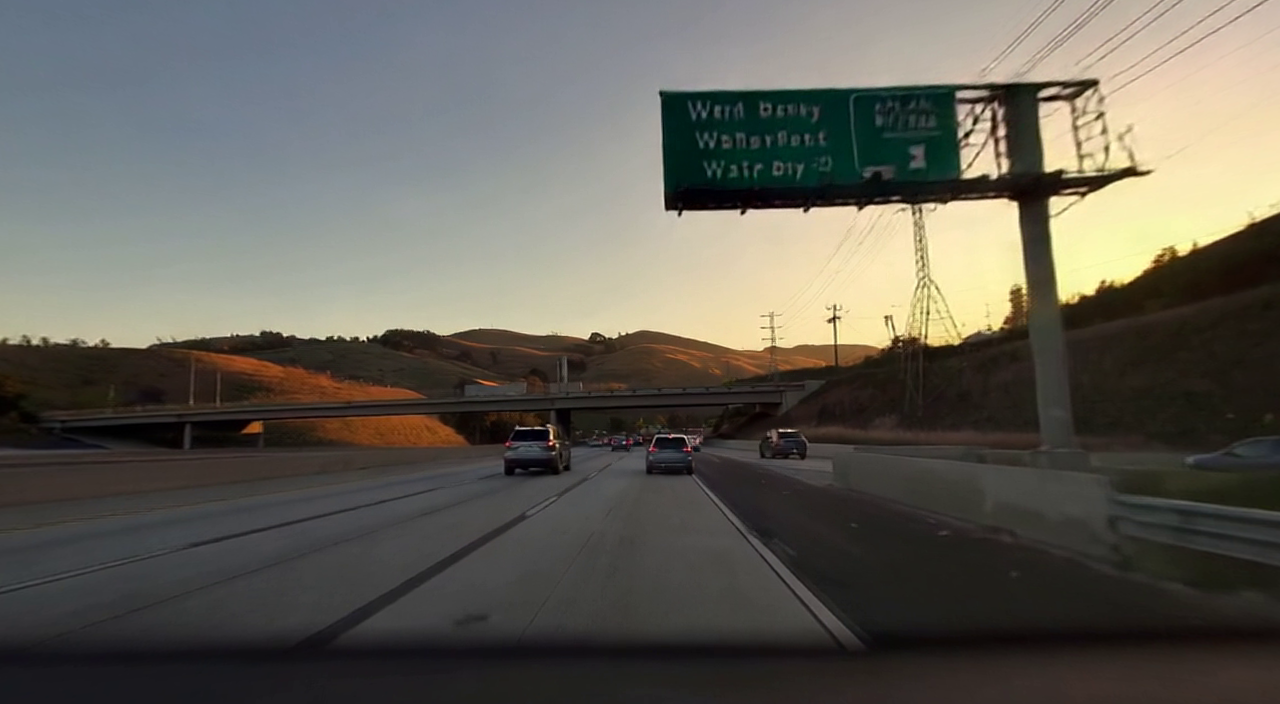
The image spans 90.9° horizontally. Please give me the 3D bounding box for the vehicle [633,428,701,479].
[{"bbox_3d":[0.900,3.604,22.564,2.193,1.651,3.946,0,-8,1],"label":"vehicle"}]

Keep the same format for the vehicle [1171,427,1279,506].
[{"bbox_3d":[16.907,2.871,15.883,2.059,1.938,4.793,4,-9,-26],"label":"vehicle"}]

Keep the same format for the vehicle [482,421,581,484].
[{"bbox_3d":[-3.438,3.321,21.027,2.228,1.845,4.847,-1,-8,3],"label":"vehicle"}]
